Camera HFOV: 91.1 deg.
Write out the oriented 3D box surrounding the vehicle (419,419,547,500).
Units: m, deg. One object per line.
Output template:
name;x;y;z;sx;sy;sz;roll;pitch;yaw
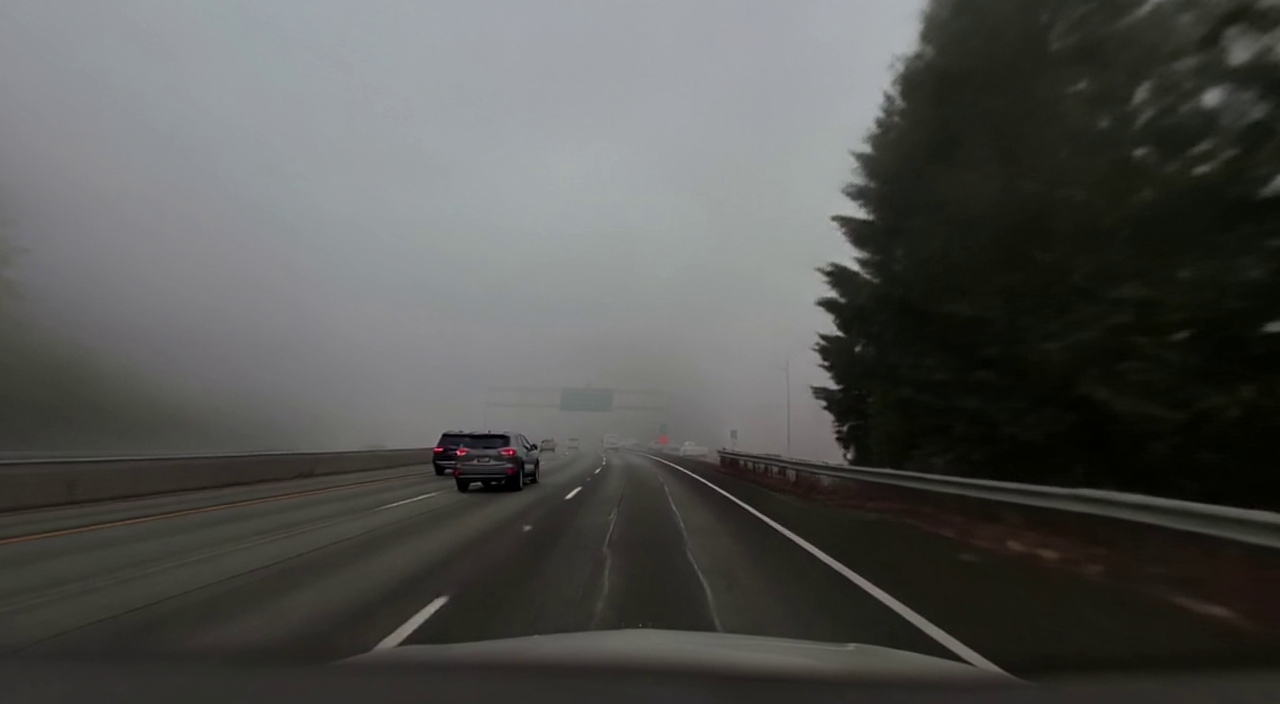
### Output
vehicle;-3.901;2.778;16.665;2.142;1.789;5.009;0;-8;0
